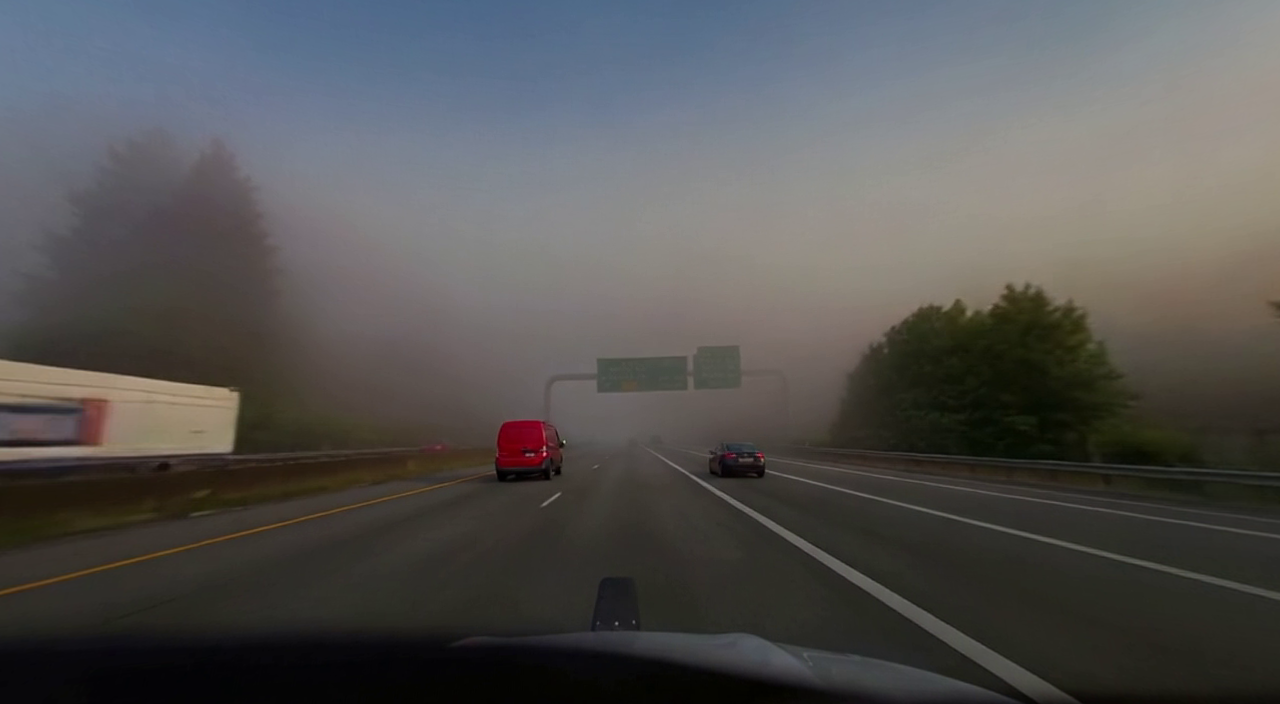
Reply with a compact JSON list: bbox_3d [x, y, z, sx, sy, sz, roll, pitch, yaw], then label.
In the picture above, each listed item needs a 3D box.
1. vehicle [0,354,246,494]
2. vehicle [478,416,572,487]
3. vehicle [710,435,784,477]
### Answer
[{"bbox_3d":[-20.128,2.691,22.694,2.875,4.040,14.321,0,-8,-1],"label":"vehicle"},{"bbox_3d":[-3.619,3.224,20.907,2.275,2.053,5.082,0,-8,-2],"label":"vehicle"},{"bbox_3d":[3.963,3.898,23.963,2.020,1.464,3.803,0,-8,-2],"label":"vehicle"}]
